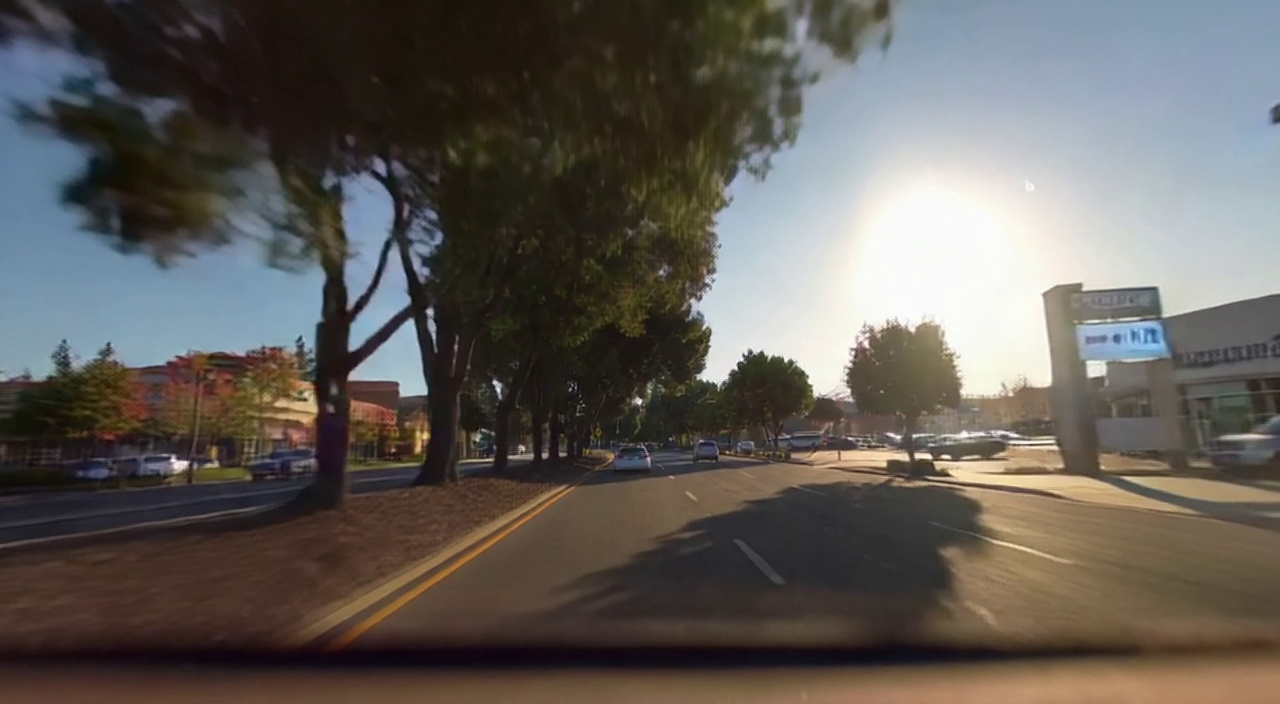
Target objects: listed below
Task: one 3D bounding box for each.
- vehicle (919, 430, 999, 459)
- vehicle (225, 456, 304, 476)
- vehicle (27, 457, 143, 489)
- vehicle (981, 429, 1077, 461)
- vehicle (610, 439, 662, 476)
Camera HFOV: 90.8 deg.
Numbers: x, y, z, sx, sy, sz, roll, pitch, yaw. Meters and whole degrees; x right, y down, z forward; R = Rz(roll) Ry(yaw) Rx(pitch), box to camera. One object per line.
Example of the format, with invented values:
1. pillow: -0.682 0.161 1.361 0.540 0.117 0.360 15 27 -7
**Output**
1. vehicle: 21.345 6.229 42.492 2.015 1.821 4.696 2 -9 -17
2. vehicle: -29.314 8.893 49.409 4.702 1.471 2.215 0 -9 -2
3. vehicle: -30.298 6.602 34.586 4.486 1.610 2.020 -1 -8 3
4. vehicle: 21.234 5.128 34.737 2.136 1.603 4.534 0 -9 -4
5. vehicle: -0.178 4.602 27.804 2.126 1.475 3.967 0 -8 -1
